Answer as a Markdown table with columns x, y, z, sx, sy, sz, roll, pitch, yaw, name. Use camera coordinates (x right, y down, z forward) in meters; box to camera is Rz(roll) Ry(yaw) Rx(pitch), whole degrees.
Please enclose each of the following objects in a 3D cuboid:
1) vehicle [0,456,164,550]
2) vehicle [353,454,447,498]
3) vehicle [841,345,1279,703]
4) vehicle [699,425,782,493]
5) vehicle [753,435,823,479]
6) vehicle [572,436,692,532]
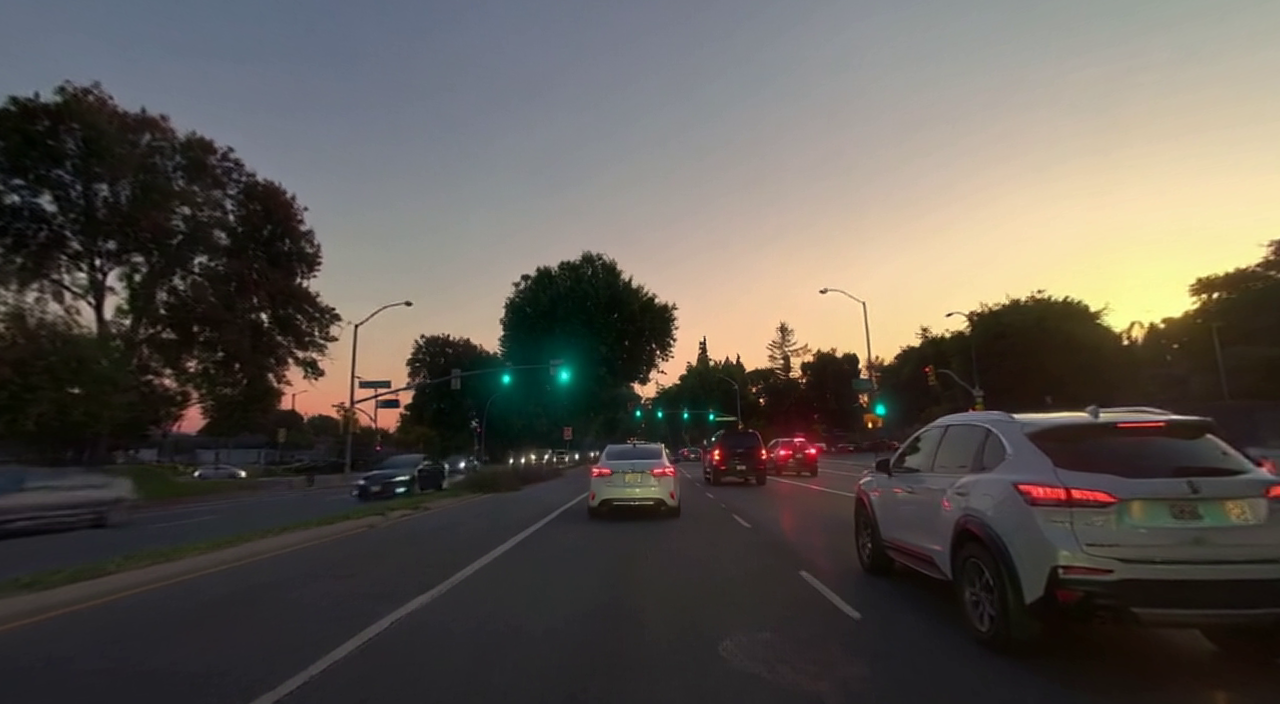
| x | y | z | sx | sy | sz | roll | pitch | yaw | name |
| --- | --- | --- | --- | --- | --- | --- | --- | --- | --- |
| -12.631 | 3.008 | 12.972 | 1.944 | 1.638 | 4.496 | 0 | -8 | 1 | vehicle |
| -9.287 | 4.804 | 24.748 | 1.933 | 1.469 | 4.516 | 0 | -8 | 0 | vehicle |
| 3.431 | 1.256 | 5.410 | 1.982 | 1.960 | 4.427 | 0 | -8 | 1 | vehicle |
| 3.977 | 4.348 | 25.994 | 2.516 | 2.481 | 5.766 | 0 | -8 | 1 | vehicle |
| 7.994 | 5.735 | 34.584 | 2.627 | 2.252 | 5.236 | 0 | -8 | 1 | vehicle |
| -0.104 | 2.635 | 13.141 | 2.111 | 1.676 | 4.018 | 0 | -8 | 1 | vehicle |
